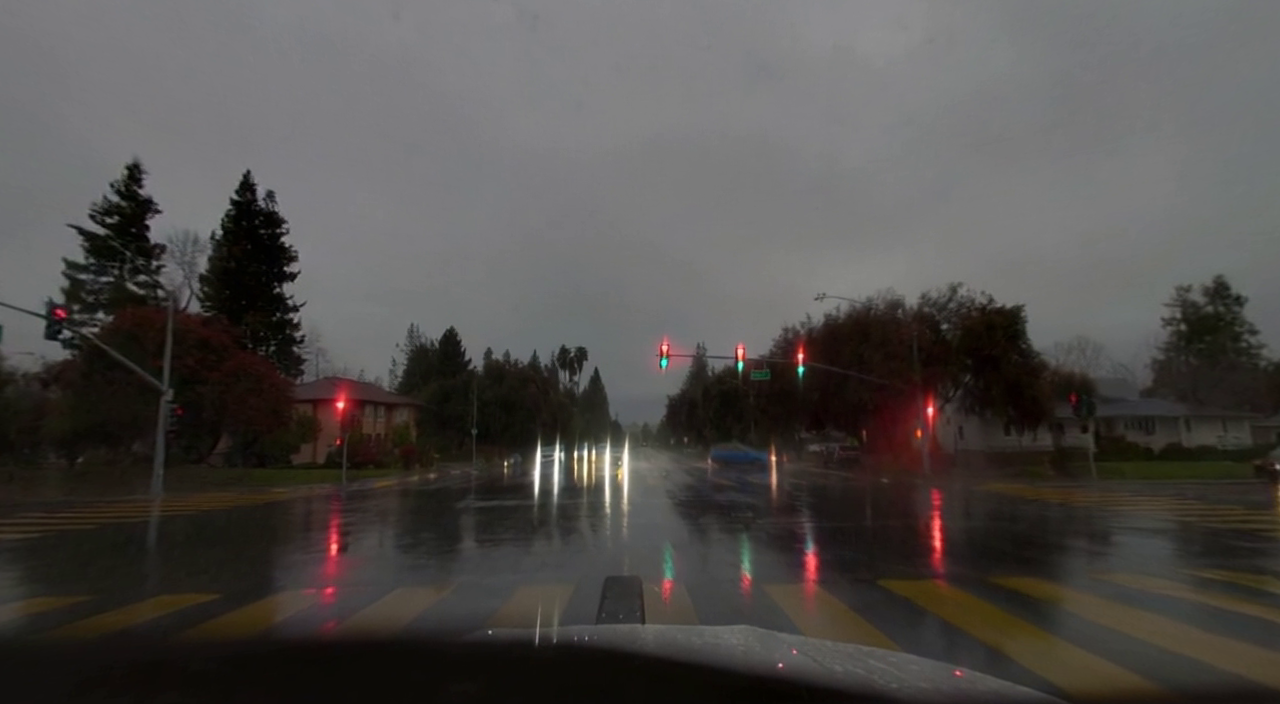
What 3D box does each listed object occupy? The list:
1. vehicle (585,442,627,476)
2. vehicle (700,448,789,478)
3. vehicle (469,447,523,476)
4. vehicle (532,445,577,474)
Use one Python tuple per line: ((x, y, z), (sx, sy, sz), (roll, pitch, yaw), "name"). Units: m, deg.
((-1.963, 6.444, 38.340), (2.355, 1.868, 5.125), (0, -9, -1), "vehicle")
((5.451, 5.745, 32.945), (4.118, 1.491, 2.046), (4, -9, -25), "vehicle")
((-8.631, 6.596, 38.341), (2.028, 1.654, 5.027), (0, -9, 0), "vehicle")
((-5.211, 6.608, 39.017), (2.091, 1.707, 4.157), (0, -9, 1), "vehicle")
